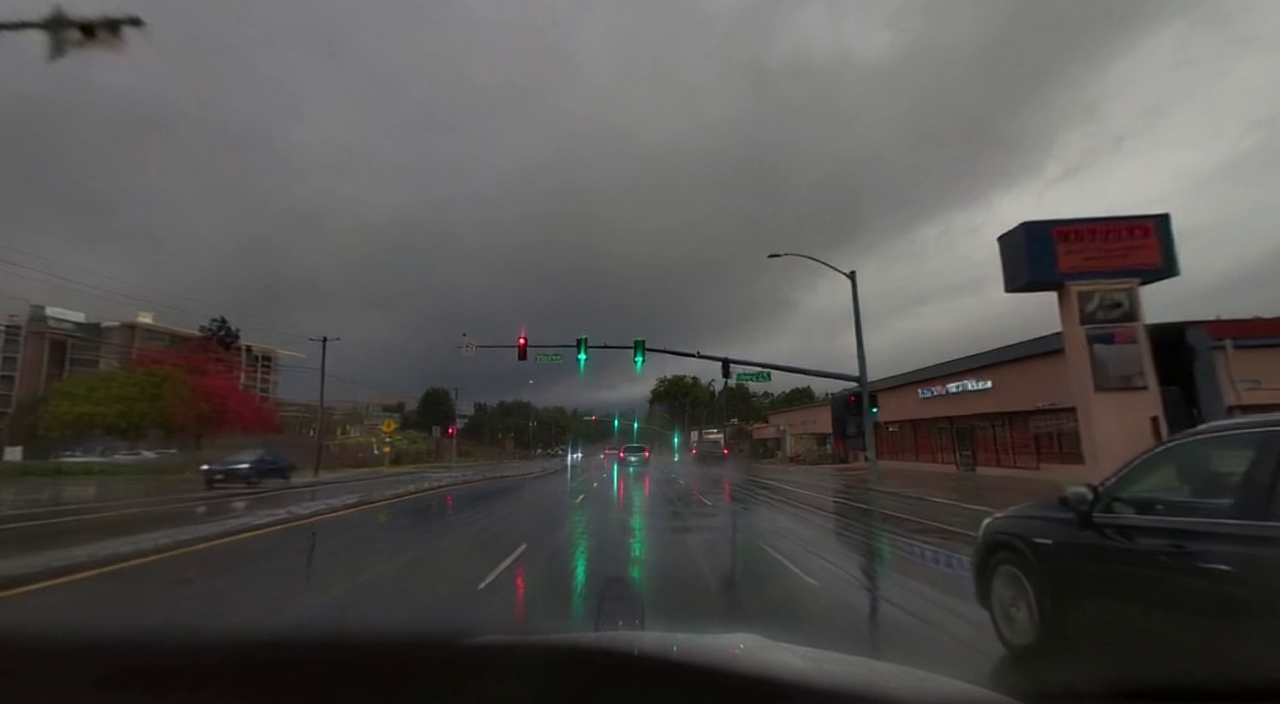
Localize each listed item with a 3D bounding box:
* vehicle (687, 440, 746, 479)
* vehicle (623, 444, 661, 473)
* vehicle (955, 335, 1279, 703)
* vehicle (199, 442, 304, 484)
[{"bbox_3d":[3.446,4.935,29.233,2.085,1.668,4.077,0,-9,-2],"label":"vehicle"},{"bbox_3d":[0.079,6.042,36.160,2.023,1.532,3.891,0,-9,-1],"label":"vehicle"},{"bbox_3d":[3.067,0.763,1.872,1.969,1.682,4.387,0,-9,0],"label":"vehicle"},{"bbox_3d":[-18.083,5.174,29.708,2.069,1.776,4.543,0,-9,-1],"label":"vehicle"}]
